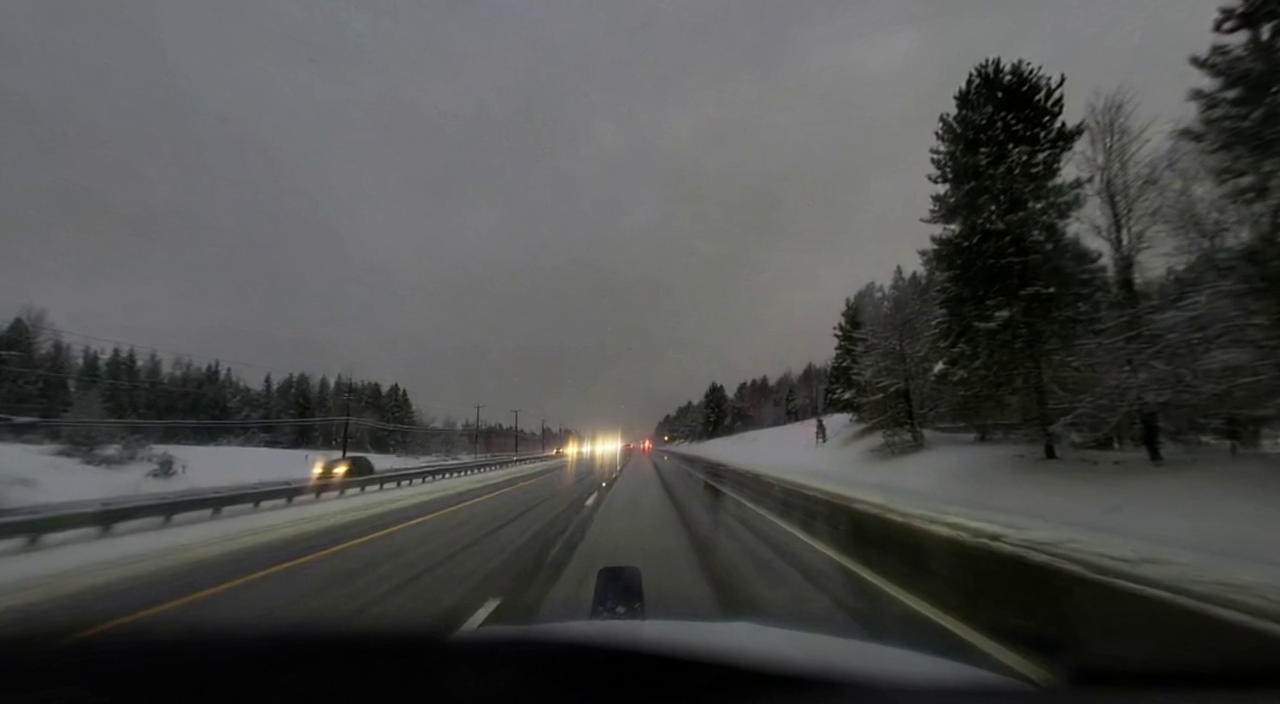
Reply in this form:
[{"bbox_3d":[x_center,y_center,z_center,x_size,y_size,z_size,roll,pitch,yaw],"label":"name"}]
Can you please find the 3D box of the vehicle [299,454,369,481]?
[{"bbox_3d":[-19.044,7.204,39.435,1.956,1.520,4.555,0,-9,1],"label":"vehicle"}]
